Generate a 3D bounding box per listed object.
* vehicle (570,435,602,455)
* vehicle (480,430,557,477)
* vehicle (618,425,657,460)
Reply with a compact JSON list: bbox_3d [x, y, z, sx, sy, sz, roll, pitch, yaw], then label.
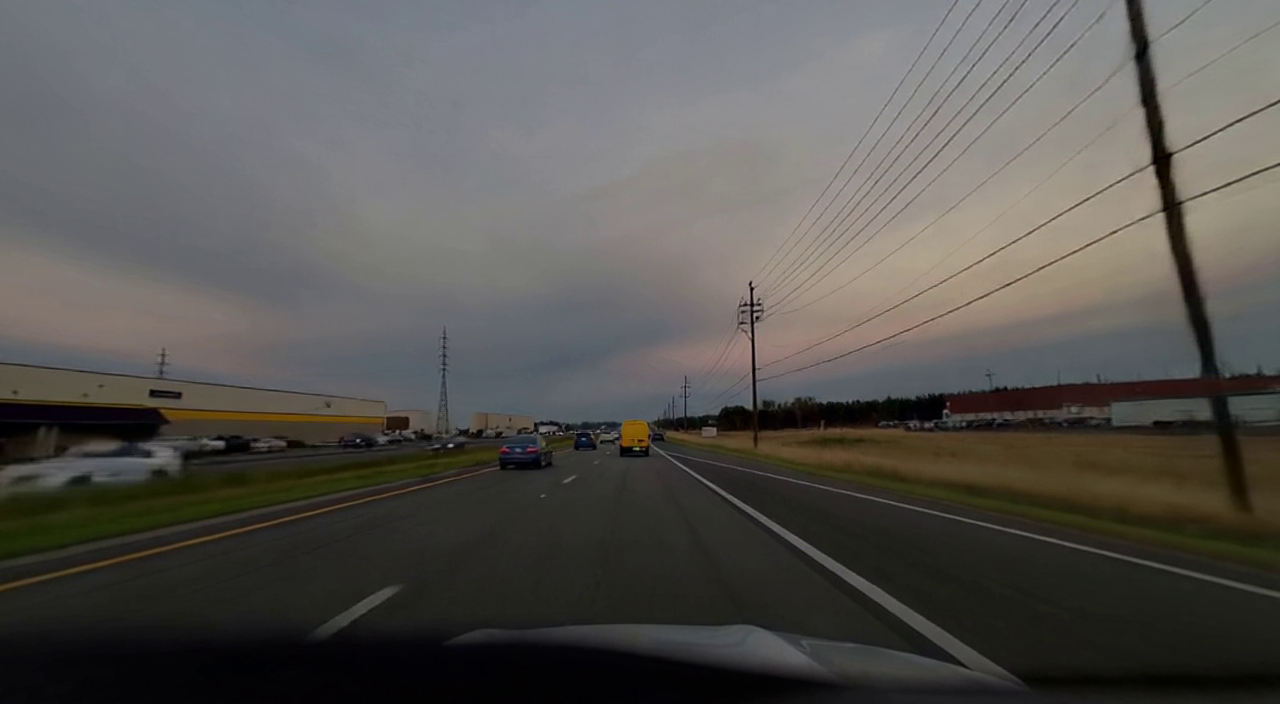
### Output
[{"bbox_3d":[-4.135,7.221,48.873,2.087,1.464,4.853,0,-8,-1],"label":"vehicle"},{"bbox_3d":[-4.419,3.742,23.504,2.058,1.557,4.125,0,-8,0],"label":"vehicle"},{"bbox_3d":[-0.177,5.477,38.139,2.213,1.997,4.456,0,-8,-1],"label":"vehicle"}]
